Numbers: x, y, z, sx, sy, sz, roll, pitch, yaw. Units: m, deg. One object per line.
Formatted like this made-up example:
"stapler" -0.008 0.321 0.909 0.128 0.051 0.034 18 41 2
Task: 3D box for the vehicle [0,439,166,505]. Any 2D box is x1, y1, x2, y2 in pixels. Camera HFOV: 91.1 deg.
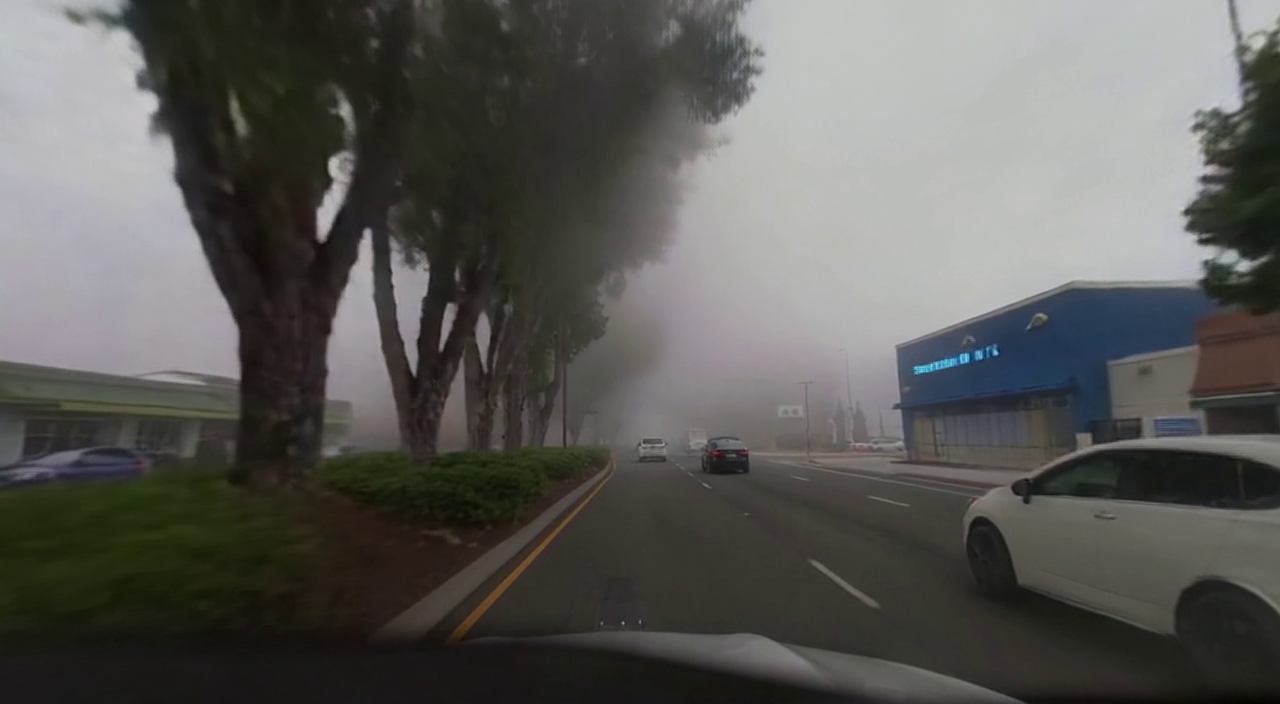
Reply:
"vehicle" -18.899 3.878 20.824 2.488 1.752 4.991 -3 -6 1

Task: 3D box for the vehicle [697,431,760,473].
"vehicle" 3.777 4.376 27.595 2.115 1.692 4.189 0 -8 -1

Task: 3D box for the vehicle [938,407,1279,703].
"vehicle" 3.911 1.133 3.902 1.908 1.463 4.506 0 -8 0

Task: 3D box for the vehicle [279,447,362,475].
"vehicle" -18.968 6.485 37.599 2.280 1.489 5.106 0 -8 1

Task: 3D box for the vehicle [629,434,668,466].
"vehicle" 0.435 5.565 35.853 2.098 1.682 3.778 0 -8 0
